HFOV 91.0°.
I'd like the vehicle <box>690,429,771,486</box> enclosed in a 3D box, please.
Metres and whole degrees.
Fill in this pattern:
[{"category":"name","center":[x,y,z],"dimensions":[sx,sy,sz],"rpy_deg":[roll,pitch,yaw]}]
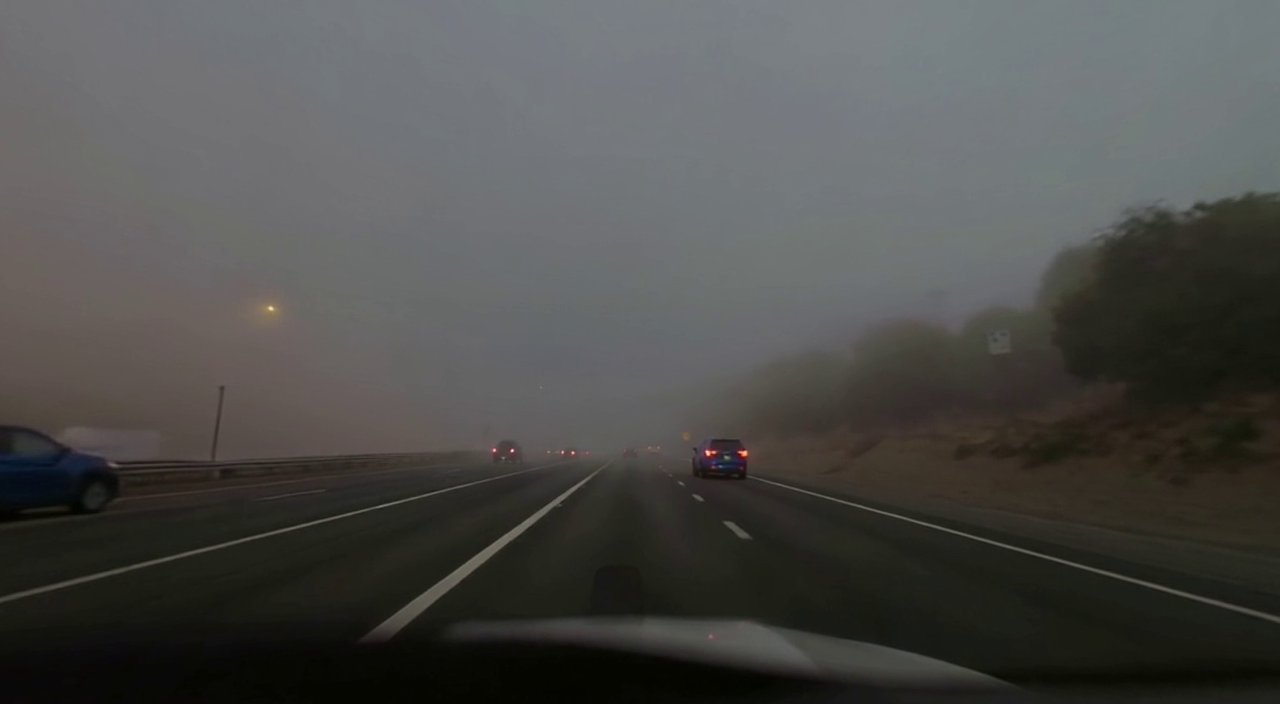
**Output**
[{"category":"vehicle","center":[3.265,3.950,23.783],"dimensions":[2.184,1.892,4.763],"rpy_deg":[0,-9,-2]}]

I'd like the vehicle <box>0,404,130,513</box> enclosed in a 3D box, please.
[{"category":"vehicle","center":[-14.772,2.215,13.147],"dimensions":[2.736,2.262,6.533],"rpy_deg":[0,-9,0]}]
